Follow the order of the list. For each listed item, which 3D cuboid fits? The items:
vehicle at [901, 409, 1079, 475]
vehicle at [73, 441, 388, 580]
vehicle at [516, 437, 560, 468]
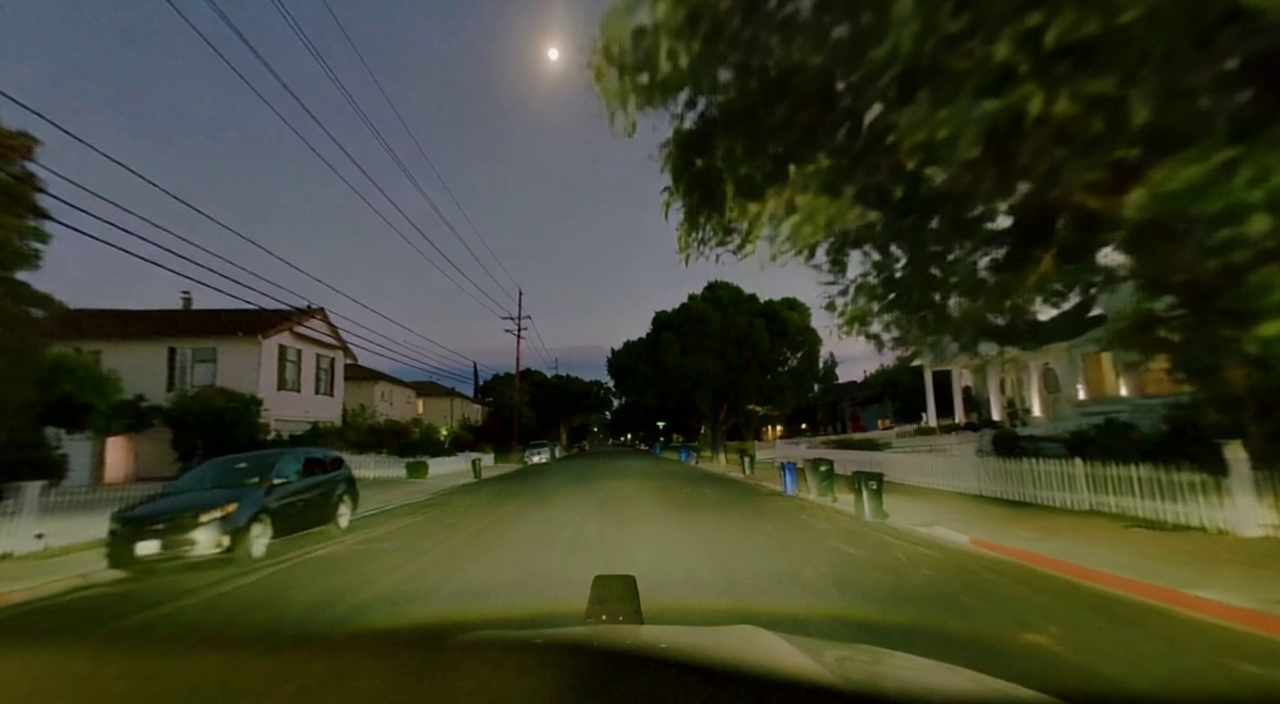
[{"bbox_3d":[10.845,2.896,19.896,4.293,1.657,1.961,-5,-12,7],"label":"vehicle"},{"bbox_3d":[-6.168,2.353,10.528,1.954,1.551,5.128,-3,-7,-1],"label":"vehicle"},{"bbox_3d":[-6.987,6.950,43.790,2.240,1.940,5.429,-2,-9,-2],"label":"vehicle"}]
